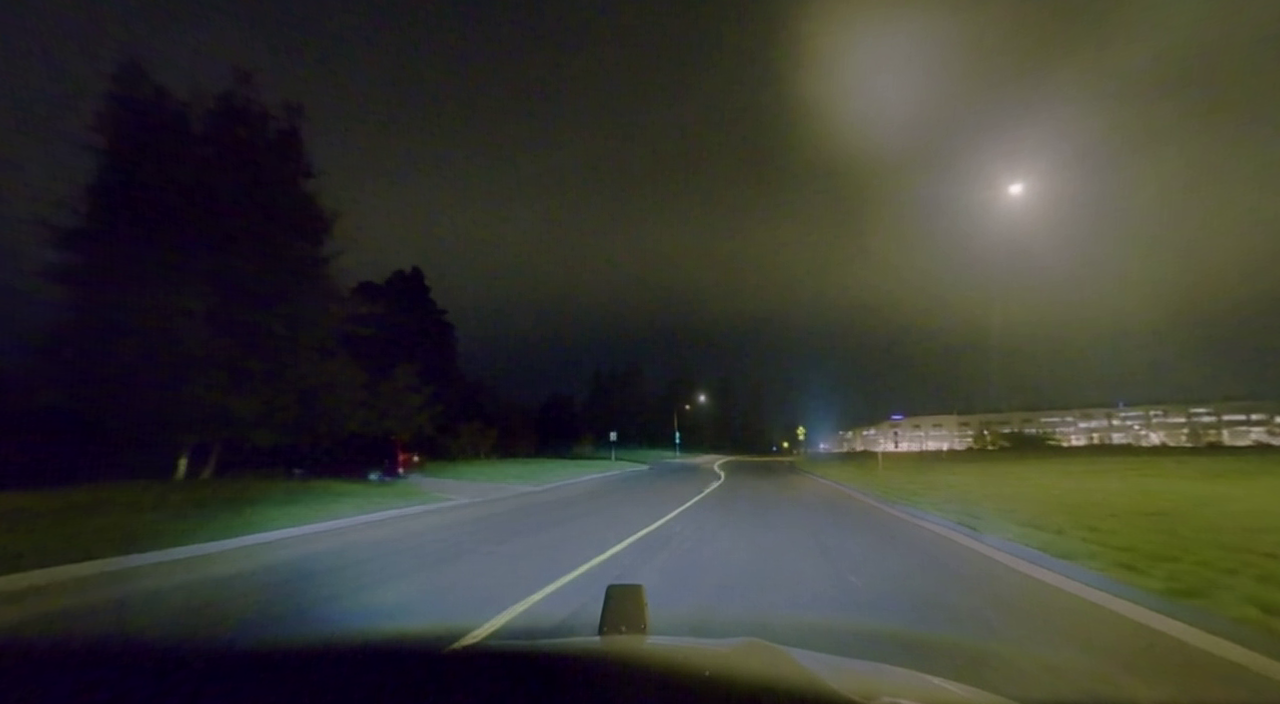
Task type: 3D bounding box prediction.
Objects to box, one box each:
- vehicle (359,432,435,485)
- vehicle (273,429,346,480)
[{"bbox_3d":[-9.203,4.111,24.344,2.244,1.796,5.170,3,-10,-16],"label":"vehicle"},{"bbox_3d":[-12.828,3.971,24.610,2.192,1.740,4.521,4,-10,-26],"label":"vehicle"}]
